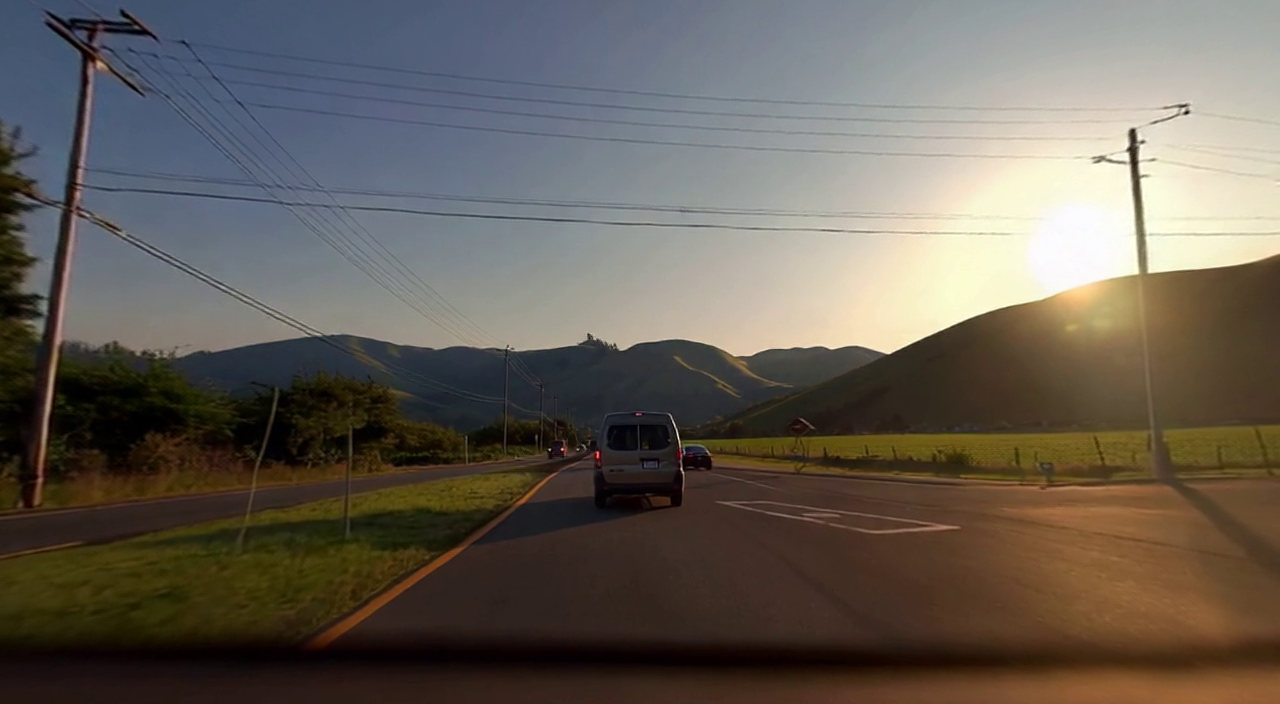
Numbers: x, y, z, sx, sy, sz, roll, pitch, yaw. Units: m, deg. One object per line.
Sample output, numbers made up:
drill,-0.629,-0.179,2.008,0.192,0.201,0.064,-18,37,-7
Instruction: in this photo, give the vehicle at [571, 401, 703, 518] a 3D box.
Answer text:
vehicle,-0.131,2.343,14.054,2.454,2.144,4.535,0,-9,-2
